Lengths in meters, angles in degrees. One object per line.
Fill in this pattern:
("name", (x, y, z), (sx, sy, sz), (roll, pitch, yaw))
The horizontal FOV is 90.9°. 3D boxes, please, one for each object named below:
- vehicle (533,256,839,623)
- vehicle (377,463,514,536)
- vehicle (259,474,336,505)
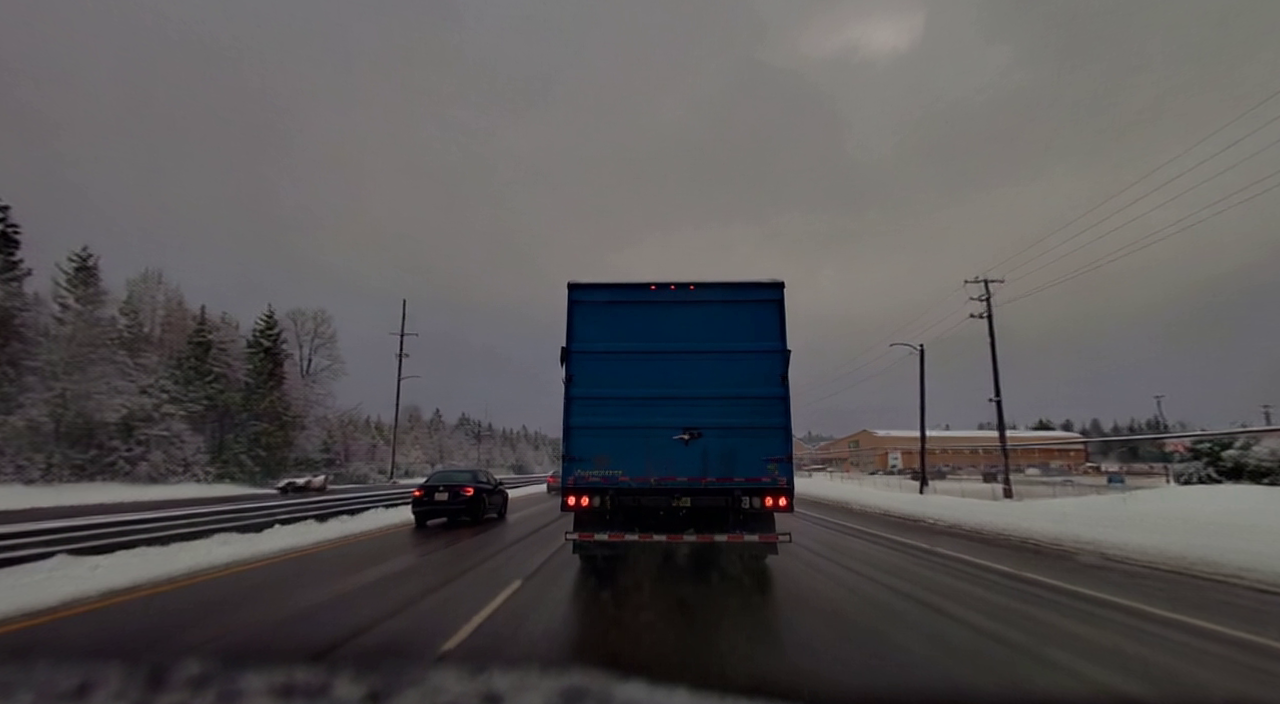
("vehicle", (0.599, 1.545, 10.429), (2.831, 3.529, 8.689), (0, -11, 2))
("vehicle", (-4.486, 3.494, 15.355), (1.891, 1.469, 4.431), (1, -11, 0))
("vehicle", (-18.840, 7.555, 34.857), (1.868, 1.579, 4.060), (0, -11, 2))
